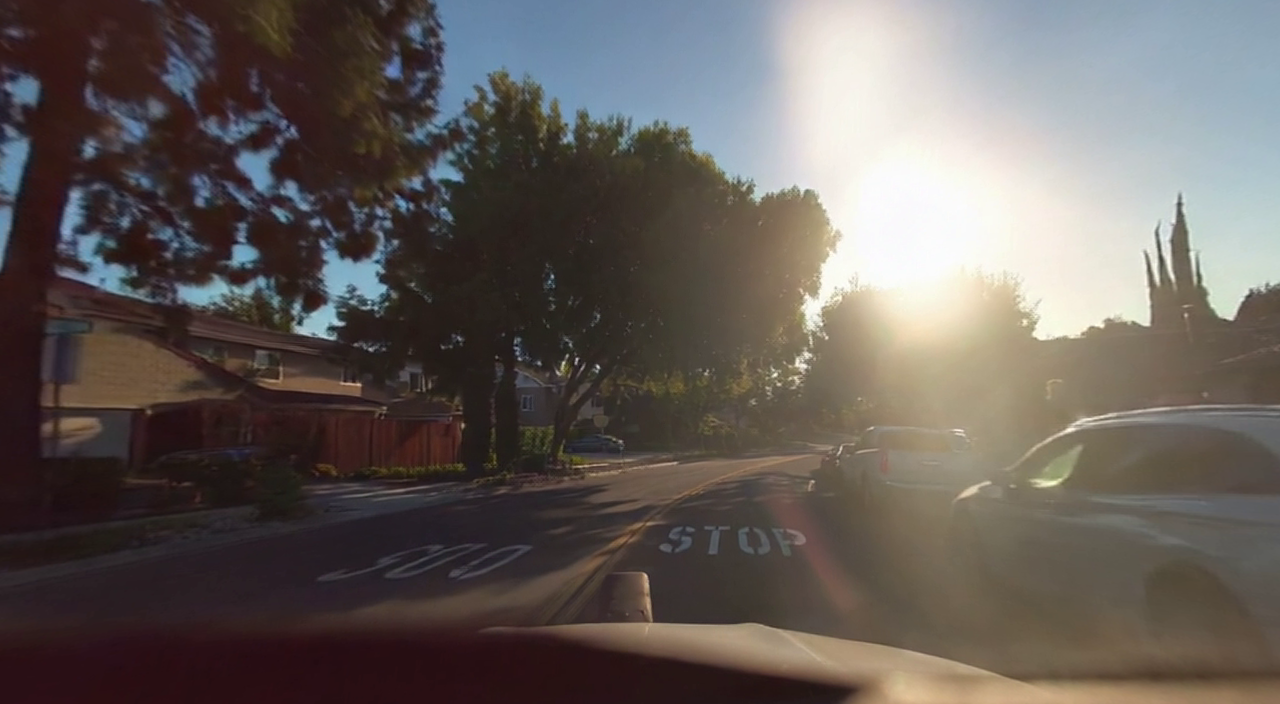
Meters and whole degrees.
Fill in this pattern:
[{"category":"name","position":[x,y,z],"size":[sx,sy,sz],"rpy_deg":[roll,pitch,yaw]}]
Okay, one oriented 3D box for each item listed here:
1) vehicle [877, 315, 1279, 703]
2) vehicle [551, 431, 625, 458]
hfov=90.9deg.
[{"category":"vehicle","position":[3.468,1.008,3.792],"size":[2.692,1.649,4.689],"rpy_deg":[-1,-8,6]},{"category":"vehicle","position":[-3.713,6.626,45.027],"size":[4.870,1.813,1.910],"rpy_deg":[-3,-9,18]}]
